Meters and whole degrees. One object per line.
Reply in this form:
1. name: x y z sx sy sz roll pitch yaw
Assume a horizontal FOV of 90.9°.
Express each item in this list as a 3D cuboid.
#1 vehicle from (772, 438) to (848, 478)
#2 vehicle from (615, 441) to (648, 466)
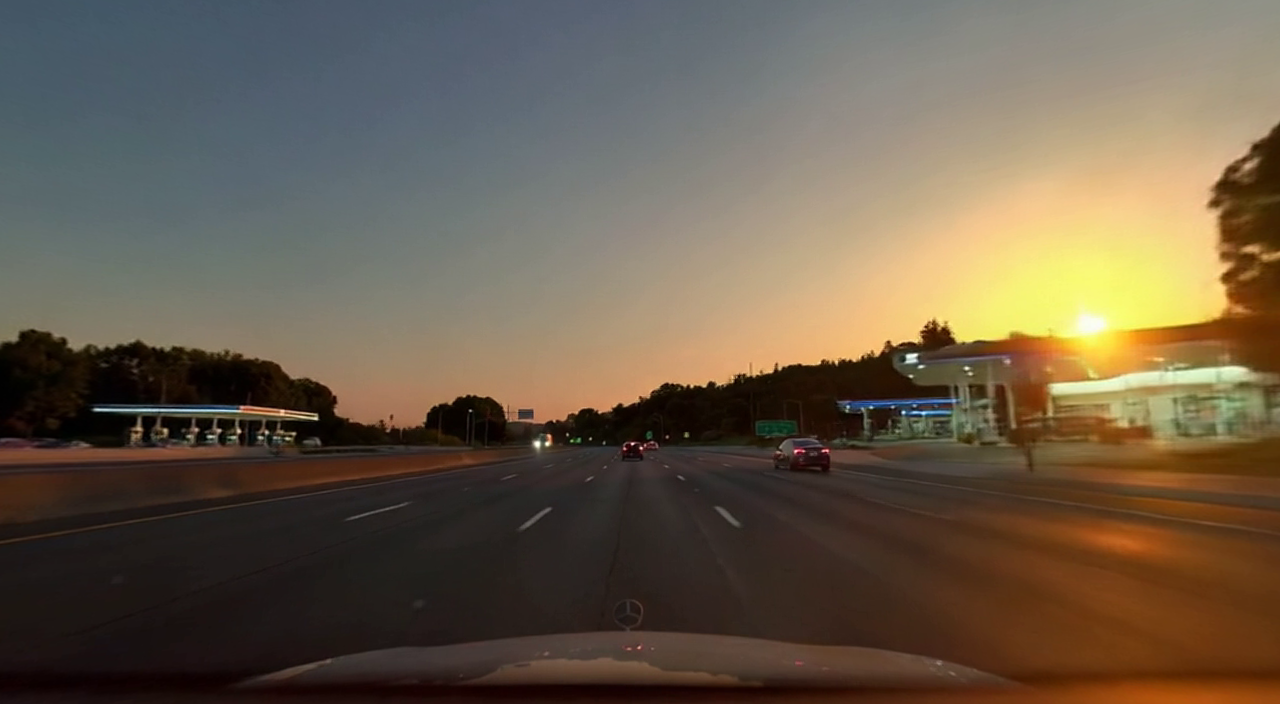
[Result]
1. vehicle: 6.692 4.218 25.336 1.867 1.463 4.295 0 -8 0
2. vehicle: -0.564 6.373 39.841 1.999 1.473 4.351 0 -8 -1
